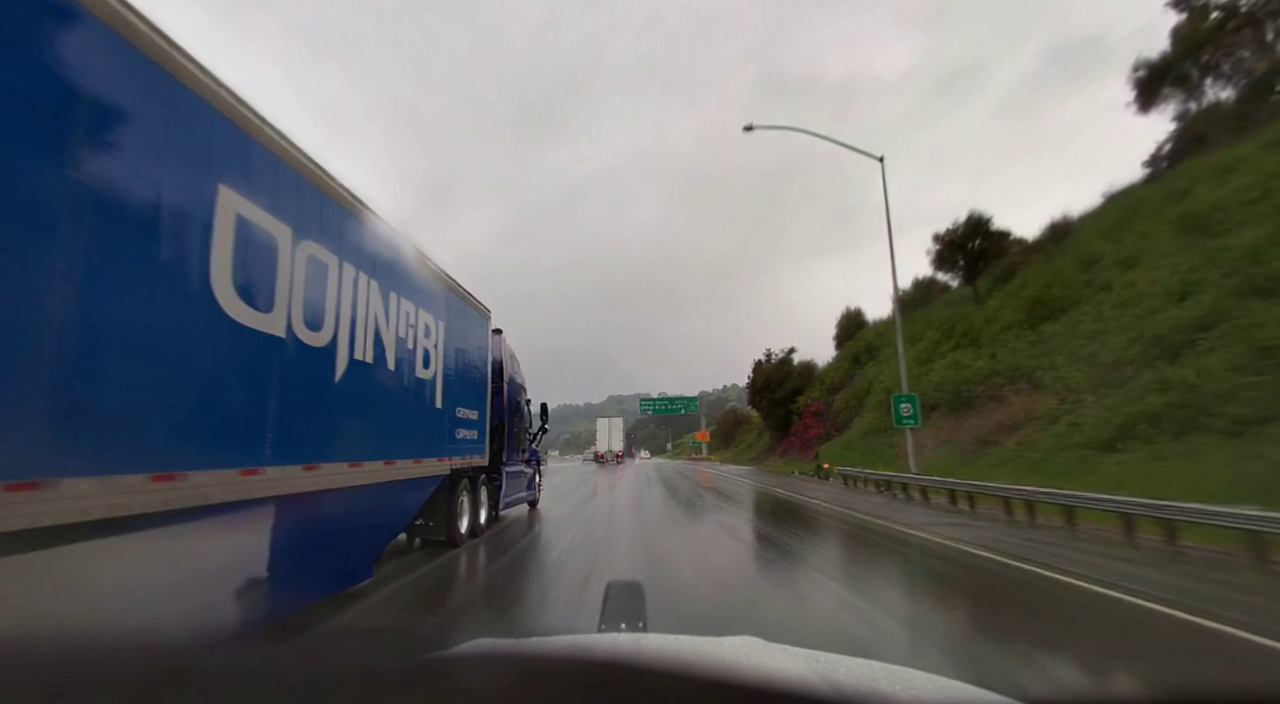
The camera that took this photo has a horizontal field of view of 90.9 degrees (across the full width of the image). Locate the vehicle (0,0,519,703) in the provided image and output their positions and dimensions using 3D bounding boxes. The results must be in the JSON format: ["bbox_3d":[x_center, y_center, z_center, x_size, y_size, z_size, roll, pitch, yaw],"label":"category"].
[{"bbox_3d":[-3.477,-0.042,3.283,2.963,4.128,13.357,0,-8,0],"label":"vehicle"}]
